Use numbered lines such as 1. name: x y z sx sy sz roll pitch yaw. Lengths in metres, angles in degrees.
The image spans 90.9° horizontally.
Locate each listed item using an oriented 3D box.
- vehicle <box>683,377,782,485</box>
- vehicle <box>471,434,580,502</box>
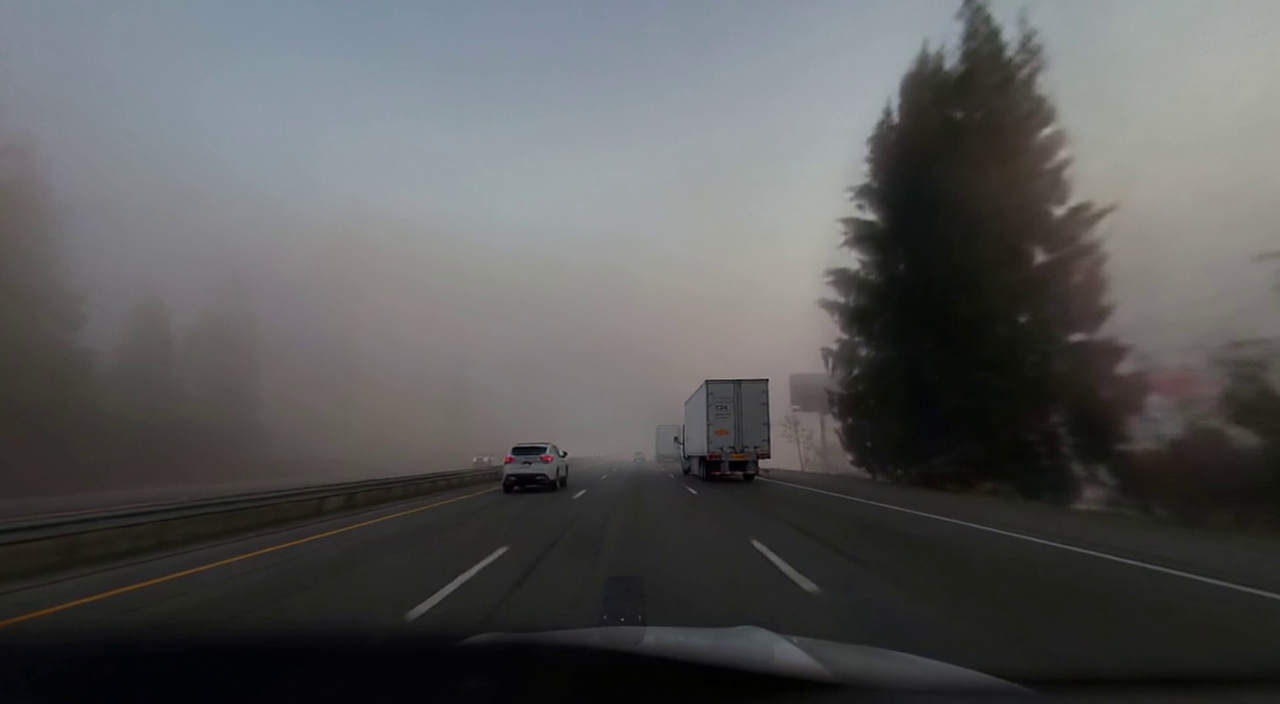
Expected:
1. vehicle: 4.161 4.214 32.174 2.826 4.269 14.176 0 -9 0
2. vehicle: -3.299 3.469 19.320 2.291 1.788 4.825 0 -9 1
